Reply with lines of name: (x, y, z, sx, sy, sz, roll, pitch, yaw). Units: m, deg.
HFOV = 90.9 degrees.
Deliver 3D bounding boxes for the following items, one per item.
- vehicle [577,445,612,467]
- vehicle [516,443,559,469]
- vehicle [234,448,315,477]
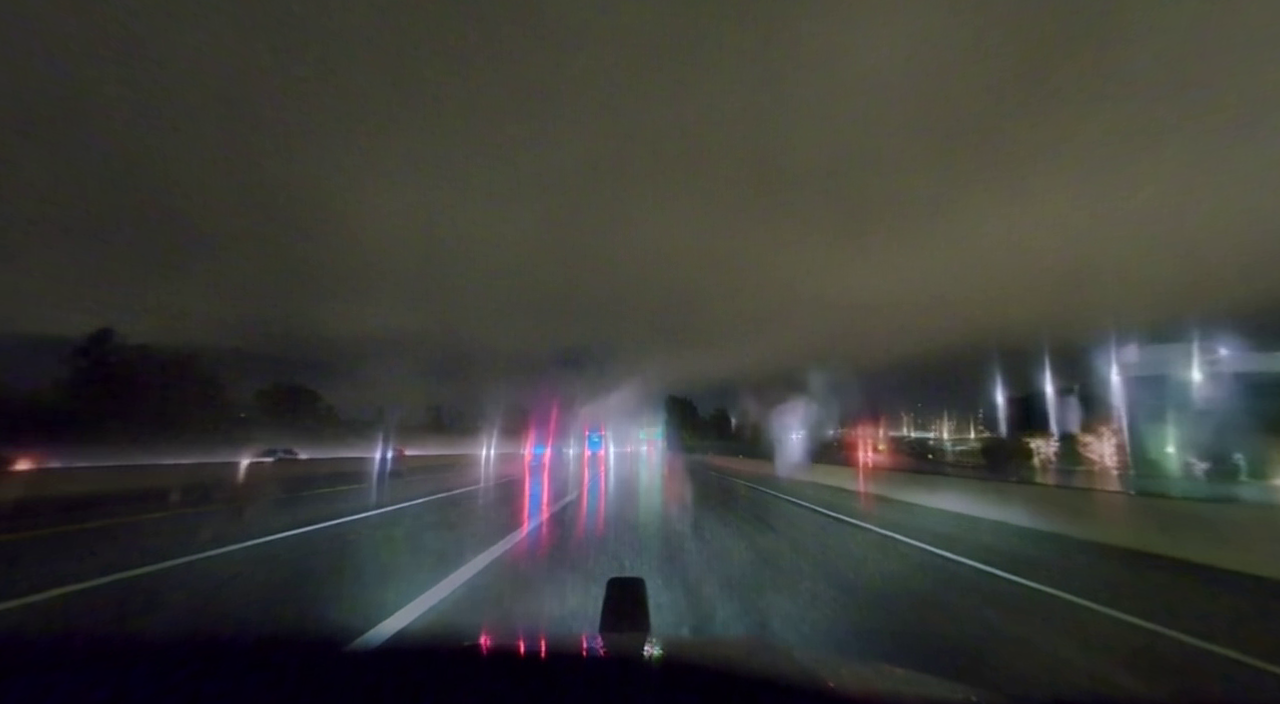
vehicle: (-3.370, 7.788, 47.566, 2.184, 1.554, 4.350, 0, -8, 2)
vehicle: (-6.888, 7.008, 42.824, 2.075, 1.646, 4.405, 0, -8, 2)
vehicle: (-19.874, 6.004, 34.507, 1.826, 1.419, 4.274, 0, -8, 1)
